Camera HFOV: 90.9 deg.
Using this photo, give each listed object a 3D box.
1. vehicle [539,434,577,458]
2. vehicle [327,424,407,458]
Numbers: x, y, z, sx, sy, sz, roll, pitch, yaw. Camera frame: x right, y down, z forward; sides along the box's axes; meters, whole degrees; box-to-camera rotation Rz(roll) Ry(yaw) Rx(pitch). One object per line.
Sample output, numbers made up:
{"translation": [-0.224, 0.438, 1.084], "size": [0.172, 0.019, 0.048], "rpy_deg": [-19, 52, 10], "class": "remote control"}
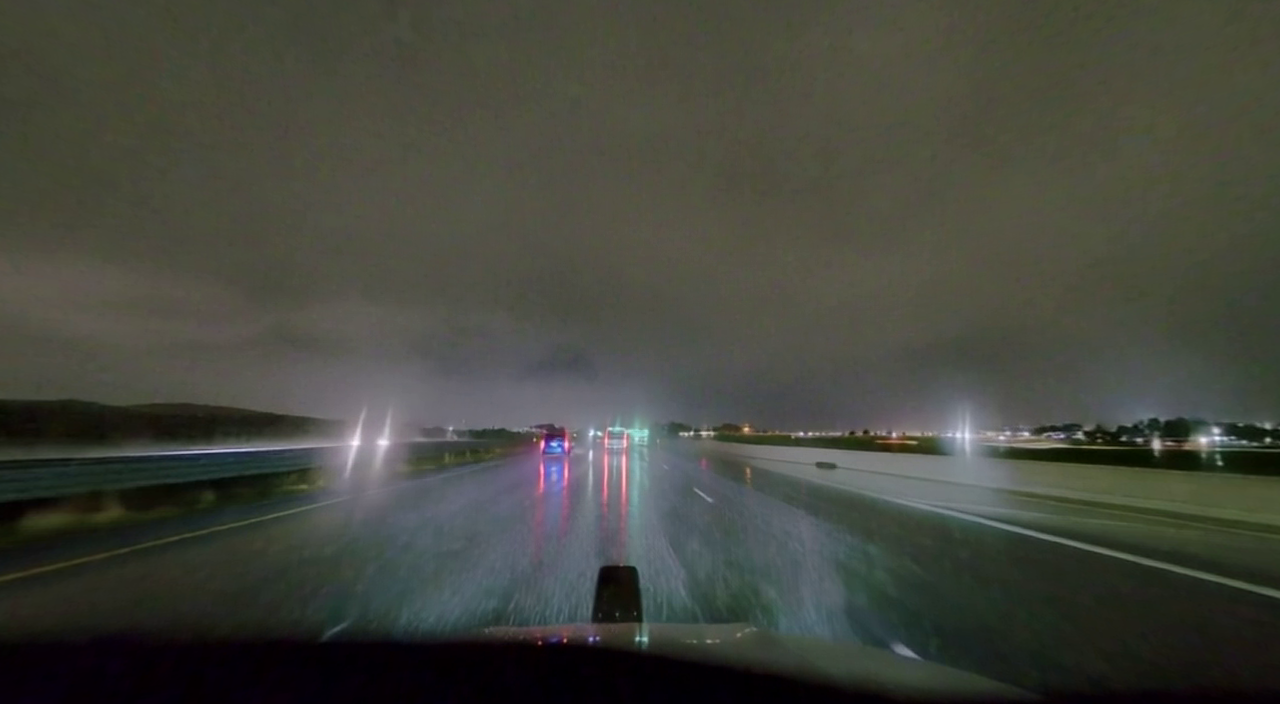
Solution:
{"translation": [-5.444, 6.315, 42.566], "size": [2.141, 1.534, 5.099], "rpy_deg": [0, -8, -3], "class": "vehicle"}
{"translation": [-13.472, 4.413, 31.451], "size": [1.925, 1.552, 4.875], "rpy_deg": [0, -8, -2], "class": "vehicle"}
